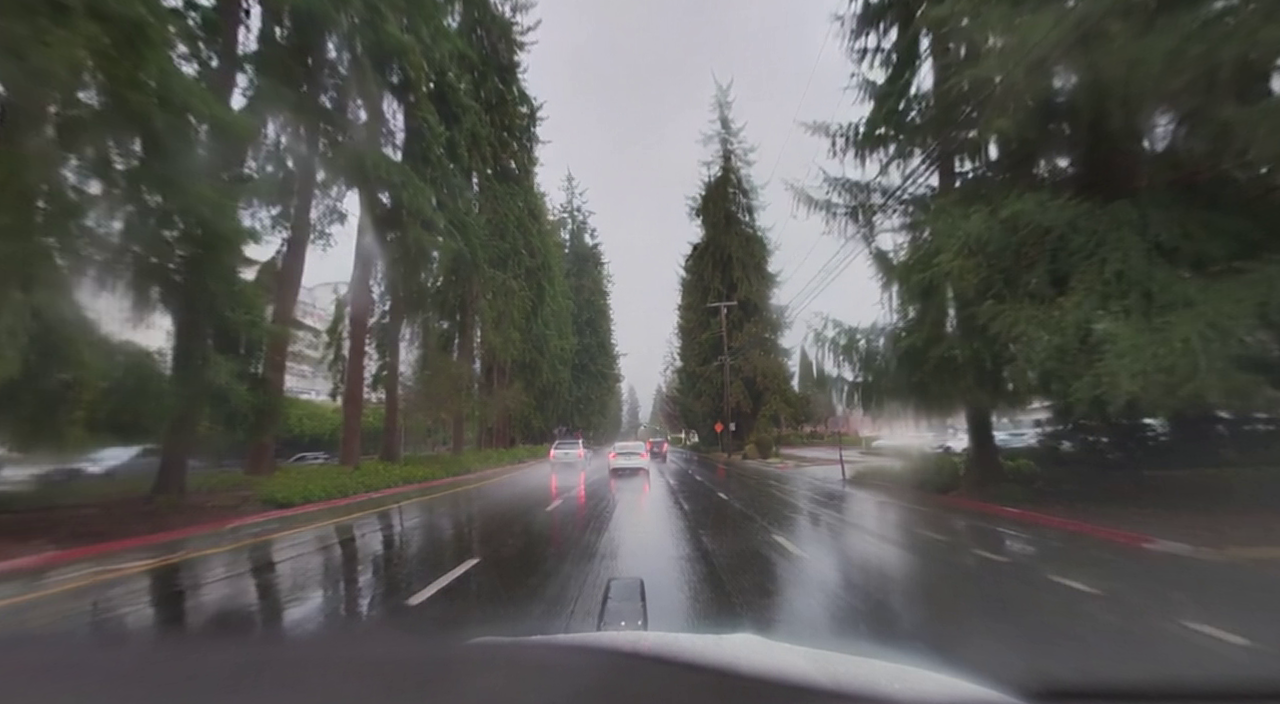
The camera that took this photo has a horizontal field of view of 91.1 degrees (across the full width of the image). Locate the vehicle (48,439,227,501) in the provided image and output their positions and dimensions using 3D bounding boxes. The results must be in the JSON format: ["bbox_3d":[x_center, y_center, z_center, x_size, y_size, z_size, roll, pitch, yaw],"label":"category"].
[{"bbox_3d":[-16.141,3.770,20.555,2.061,1.772,4.501,0,-8,1],"label":"vehicle"}]

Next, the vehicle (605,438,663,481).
[{"bbox_3d":[-0.194,3.982,23.576,1.991,1.463,3.988,0,-8,0],"label":"vehicle"}]
